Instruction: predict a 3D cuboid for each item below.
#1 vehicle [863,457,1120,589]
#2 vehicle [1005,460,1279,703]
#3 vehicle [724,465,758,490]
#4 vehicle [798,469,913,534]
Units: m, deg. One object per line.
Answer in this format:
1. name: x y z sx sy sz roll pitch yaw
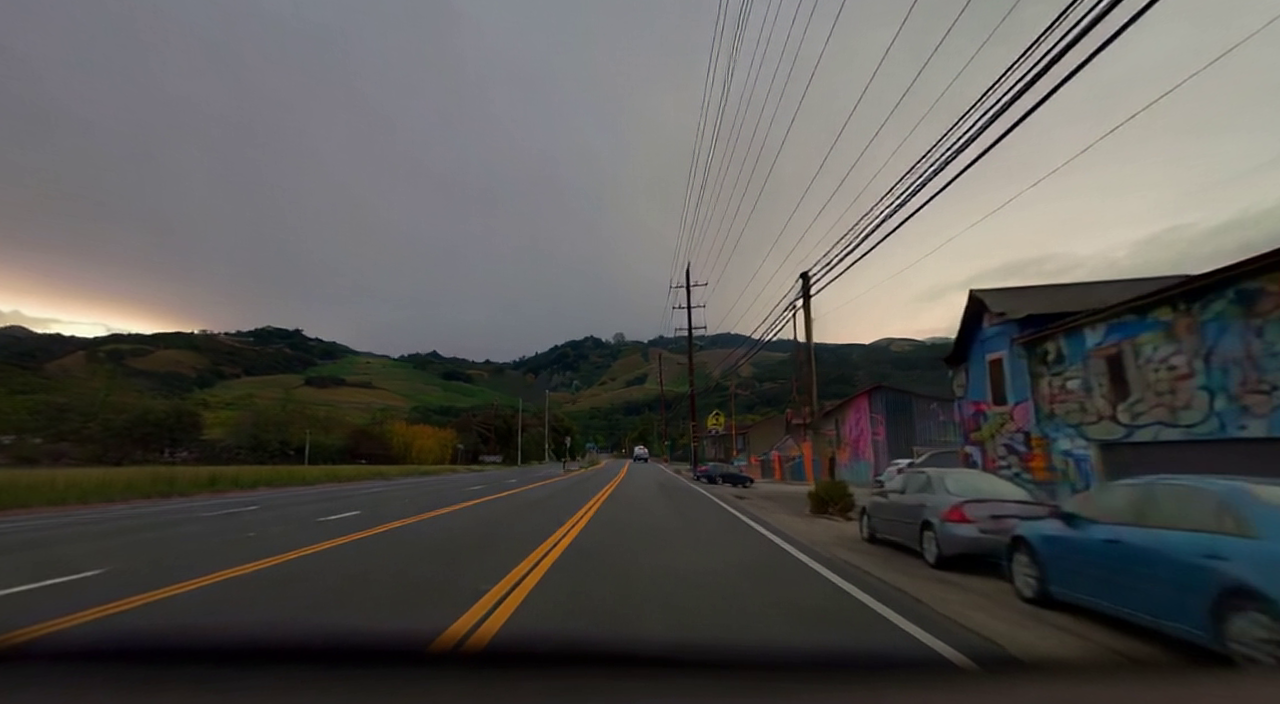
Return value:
1. vehicle: 5.999 3.021 11.714 1.966 1.829 4.812 -2 -12 1
2. vehicle: 5.630 1.855 5.525 2.056 1.693 4.803 0 -9 1
3. vehicle: 6.783 8.436 42.605 1.781 1.432 4.169 0 -9 3
4. vehicle: 5.990 4.181 18.130 1.926 1.497 3.988 0 -9 1
